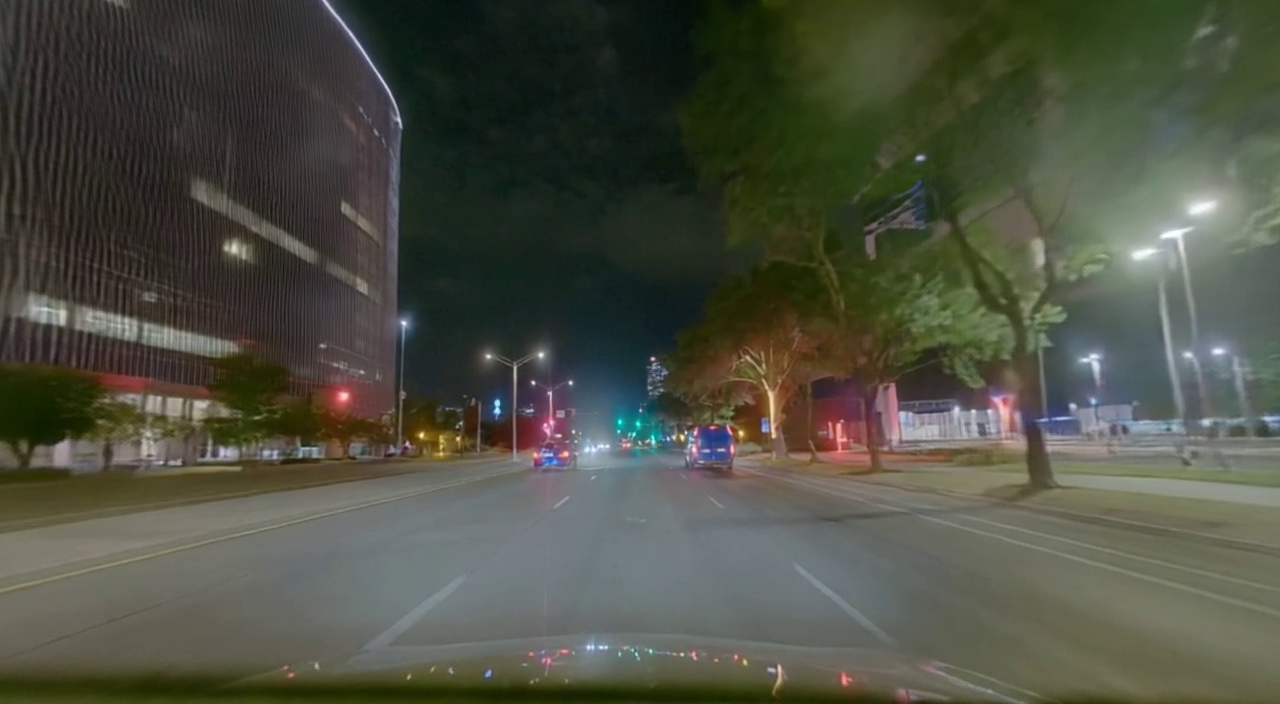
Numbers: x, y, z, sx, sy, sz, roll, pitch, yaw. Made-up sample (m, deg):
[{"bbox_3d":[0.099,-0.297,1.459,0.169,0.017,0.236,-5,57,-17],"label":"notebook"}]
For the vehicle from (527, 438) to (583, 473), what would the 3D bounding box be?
[{"bbox_3d":[-3.737,4.632,28.442,1.864,1.464,4.195,0,-8,1],"label":"vehicle"}]

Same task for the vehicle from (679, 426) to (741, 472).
[{"bbox_3d":[3.167,4.530,29.522,2.200,1.914,5.145,0,-8,-1],"label":"vehicle"}]
